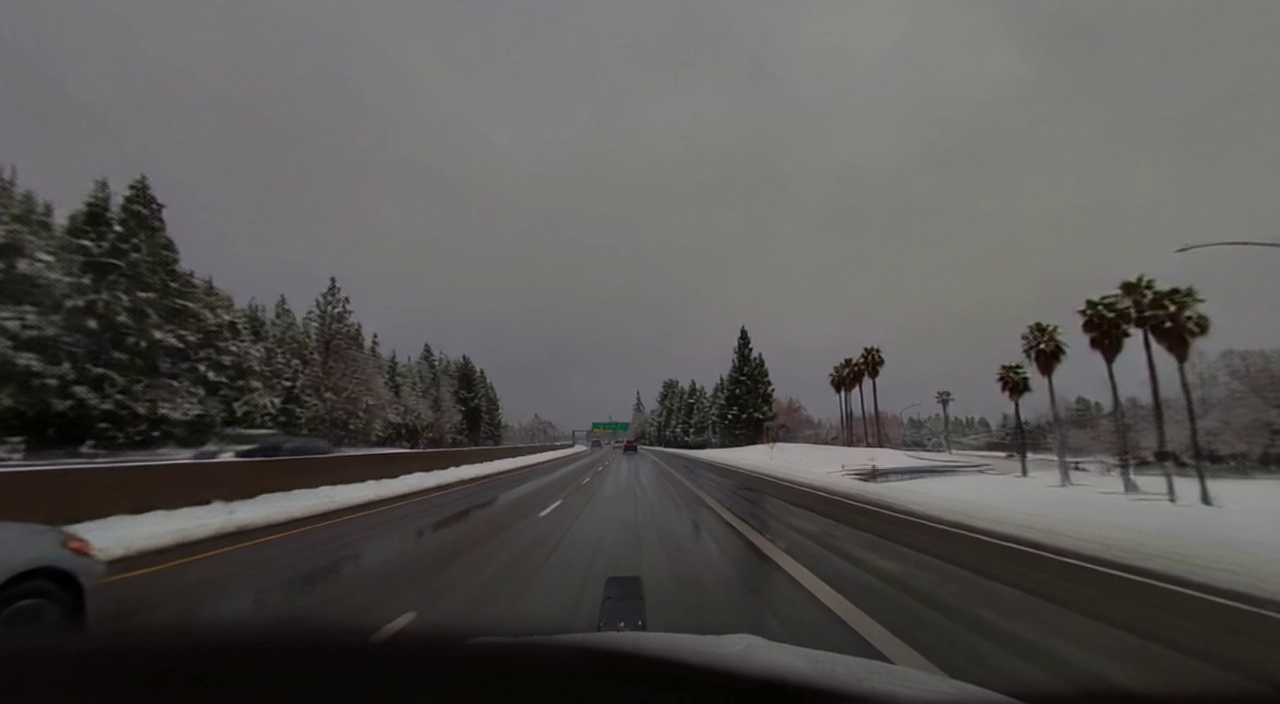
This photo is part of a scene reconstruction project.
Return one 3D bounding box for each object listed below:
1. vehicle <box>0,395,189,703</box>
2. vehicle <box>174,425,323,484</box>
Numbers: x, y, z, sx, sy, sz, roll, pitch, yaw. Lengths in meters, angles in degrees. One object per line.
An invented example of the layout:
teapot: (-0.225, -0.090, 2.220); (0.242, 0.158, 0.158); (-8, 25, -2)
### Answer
vehicle: (-3.857, 0.787, 1.422); (2.092, 1.562, 4.748); (0, -8, 1)
vehicle: (-13.617, 3.601, 22.304); (2.231, 1.820, 4.733); (0, -8, 0)
